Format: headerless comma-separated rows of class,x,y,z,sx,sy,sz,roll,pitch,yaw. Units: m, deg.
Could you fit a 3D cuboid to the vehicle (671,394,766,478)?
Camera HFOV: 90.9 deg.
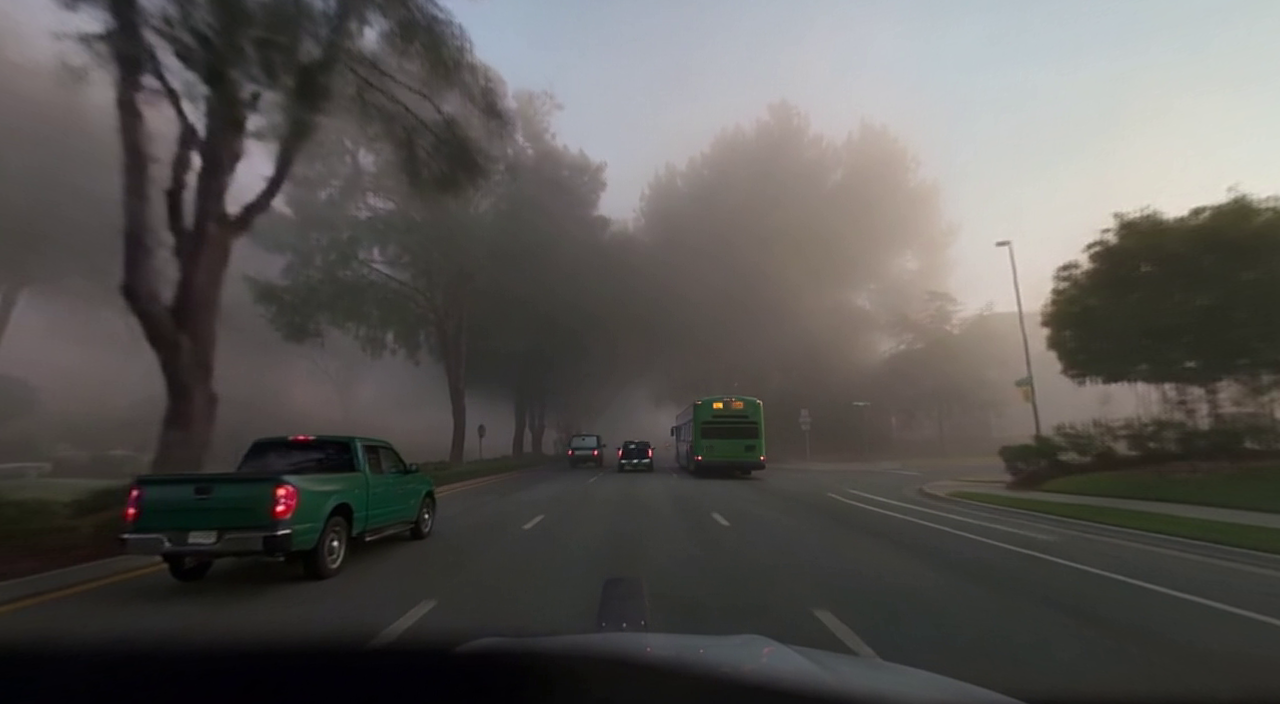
vehicle,3.368,4.206,30.911,3.059,3.264,12.623,0,-8,0

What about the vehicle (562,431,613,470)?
vehicle,-2.922,5.685,36.522,2.513,2.066,5.820,0,-8,0

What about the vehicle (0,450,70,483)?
vehicle,-34.921,6.364,35.169,1.824,1.673,4.557,0,-8,1

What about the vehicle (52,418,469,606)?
vehicle,-3.801,1.672,7.587,2.109,1.543,4.535,0,-8,1

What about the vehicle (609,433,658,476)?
vehicle,-0.234,4.768,29.567,2.074,1.849,5.137,0,-8,1
